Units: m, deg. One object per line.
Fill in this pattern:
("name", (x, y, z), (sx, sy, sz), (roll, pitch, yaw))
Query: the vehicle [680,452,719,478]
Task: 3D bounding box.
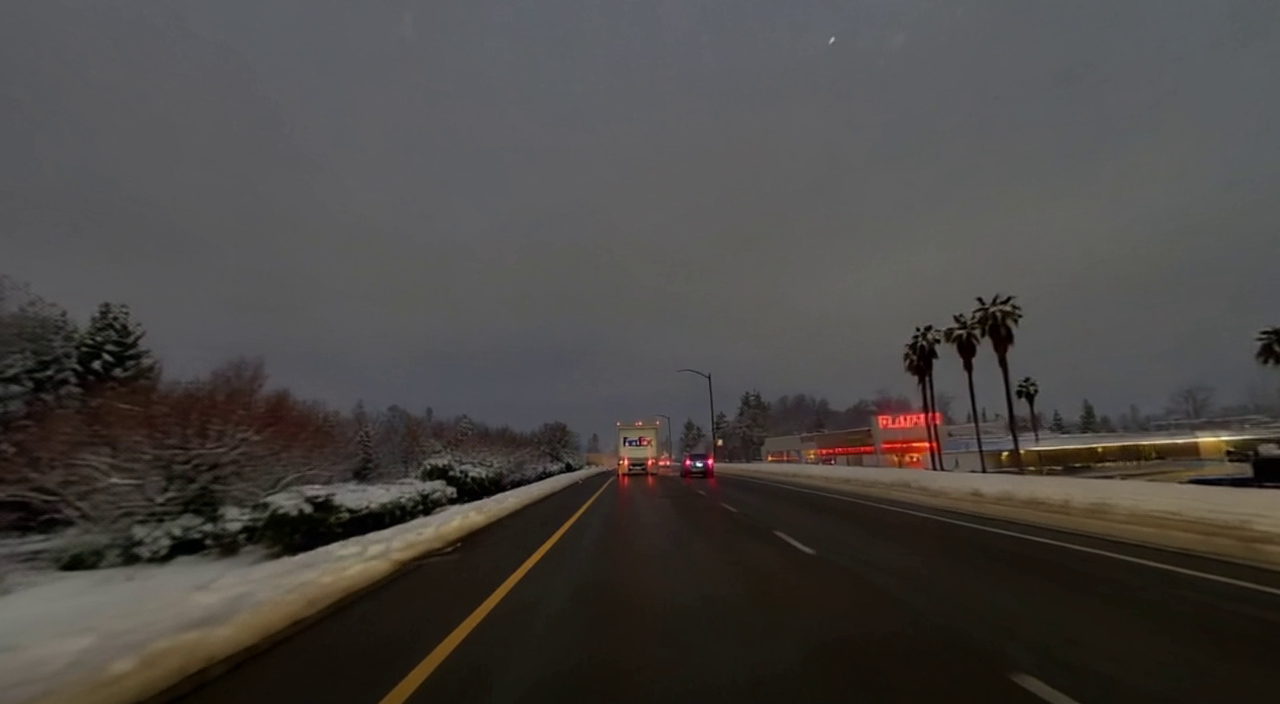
("vehicle", (3.759, 7.168, 40.293), (1.966, 1.558, 4.238), (0, -9, -2))
